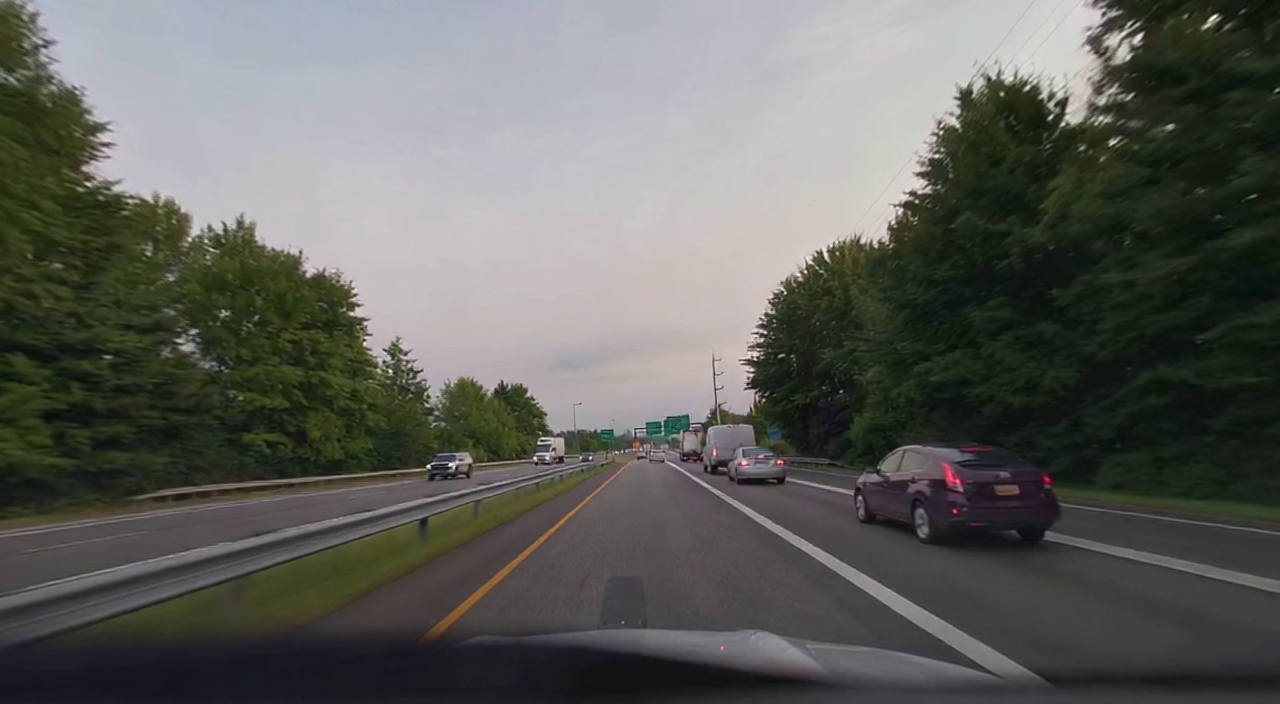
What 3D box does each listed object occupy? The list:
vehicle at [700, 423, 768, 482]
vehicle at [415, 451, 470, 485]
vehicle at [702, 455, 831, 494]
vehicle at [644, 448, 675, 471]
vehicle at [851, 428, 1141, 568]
[{"bbox_3d":[4.726,5.192,32.769,2.569,2.783,5.984,0,-9,-1],"label":"vehicle"},{"bbox_3d":[-12.225,7.168,39.258,1.899,1.750,4.339,-5,-9,1],"label":"vehicle"},{"bbox_3d":[4.607,4.911,26.336,2.472,1.036,13.239,0,-9,-1],"label":"vehicle"},{"bbox_3d":[1.320,7.399,43.558,2.049,1.500,3.790,0,-9,1],"label":"vehicle"},{"bbox_3d":[4.531,1.883,8.782,1.873,1.519,3.607,0,-9,0],"label":"vehicle"}]
